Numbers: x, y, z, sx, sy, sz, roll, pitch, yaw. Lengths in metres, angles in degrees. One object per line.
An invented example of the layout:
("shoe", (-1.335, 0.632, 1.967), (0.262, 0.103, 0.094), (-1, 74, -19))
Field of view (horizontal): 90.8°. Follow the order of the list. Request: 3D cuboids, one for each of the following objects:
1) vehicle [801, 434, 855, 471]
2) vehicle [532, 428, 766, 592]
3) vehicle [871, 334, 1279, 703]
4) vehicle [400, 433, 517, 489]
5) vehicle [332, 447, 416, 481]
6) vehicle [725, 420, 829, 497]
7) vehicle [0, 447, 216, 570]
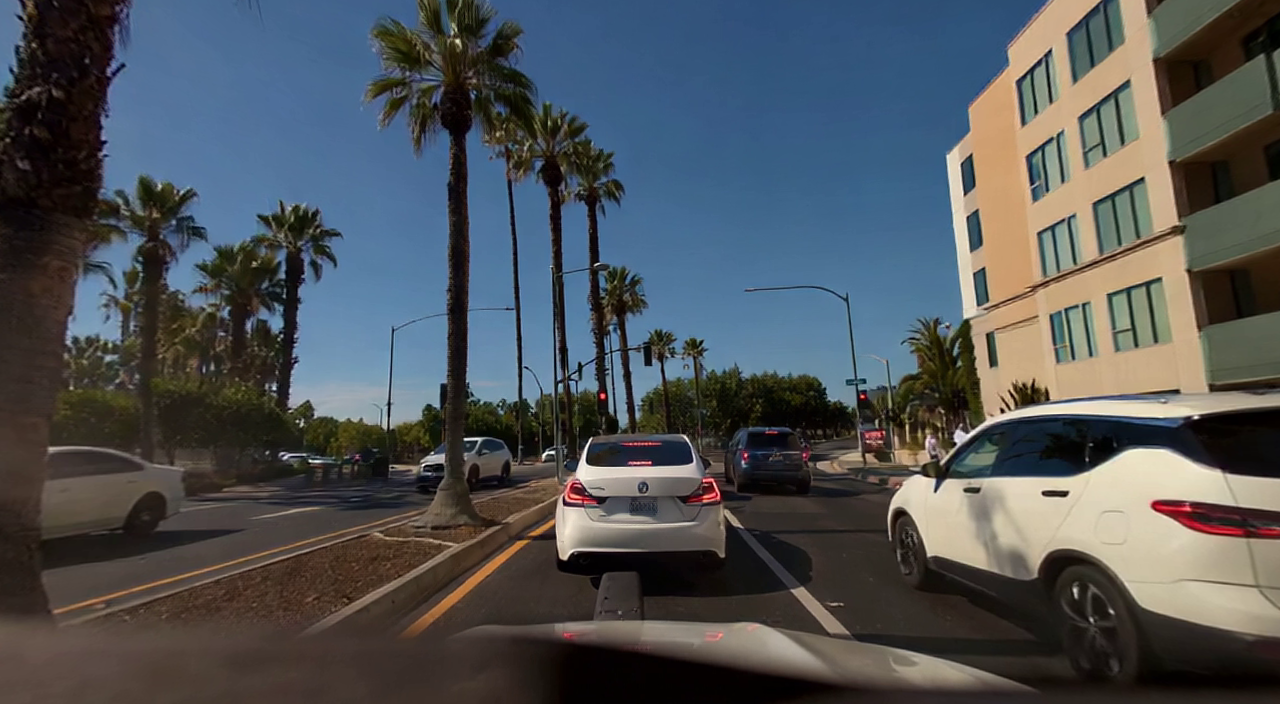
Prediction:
("vehicle", (9.620, 5.177, 32.717), (2.093, 1.725, 4.638), (-2, -9, 10))
("vehicle", (0.130, 1.715, 7.712), (2.088, 1.452, 3.993), (-1, -8, 2))
("vehicle", (3.277, 1.078, 4.037), (2.003, 1.733, 4.319), (0, -8, 1))
("vehicle", (-6.062, 3.693, 21.749), (2.053, 1.693, 4.198), (-2, -9, 13))
("vehicle", (-13.198, 5.556, 31.700), (1.965, 1.507, 4.725), (-1, -8, 3))
("vehicle", (3.743, 3.025, 18.262), (2.226, 1.897, 4.765), (-1, -8, 4))
("vehicle", (-8.885, 2.139, 9.081), (2.104, 1.492, 4.693), (-1, -8, 4))
